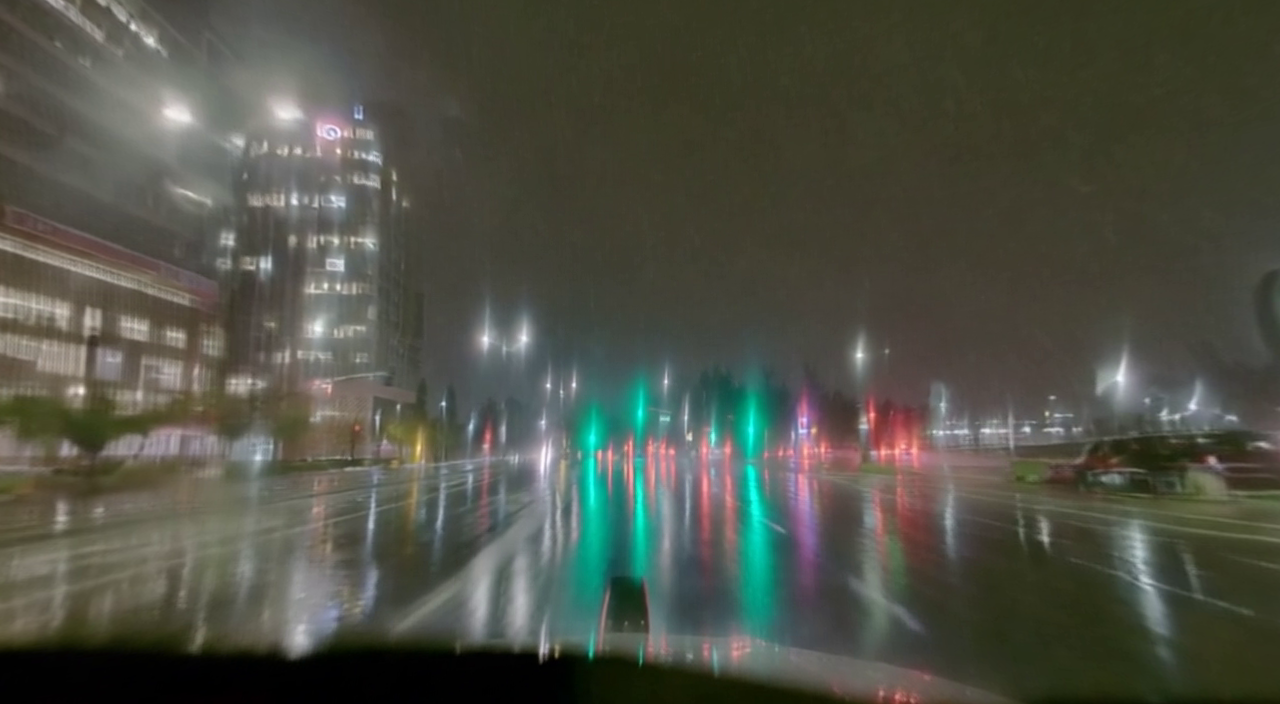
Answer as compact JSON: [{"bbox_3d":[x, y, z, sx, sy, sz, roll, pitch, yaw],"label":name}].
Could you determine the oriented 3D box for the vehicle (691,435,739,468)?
[{"bbox_3d":[4.108,5.528,35.057,2.007,1.683,4.171,0,-8,-2],"label":"vehicle"}]

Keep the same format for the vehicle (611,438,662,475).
[{"bbox_3d":[-0.149,4.604,27.943,2.059,1.477,3.988,0,-8,0],"label":"vehicle"}]

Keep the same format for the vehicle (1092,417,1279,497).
[{"bbox_3d":[14.552,2.583,15.831,4.775,1.728,1.996,-2,-9,-1],"label":"vehicle"}]
